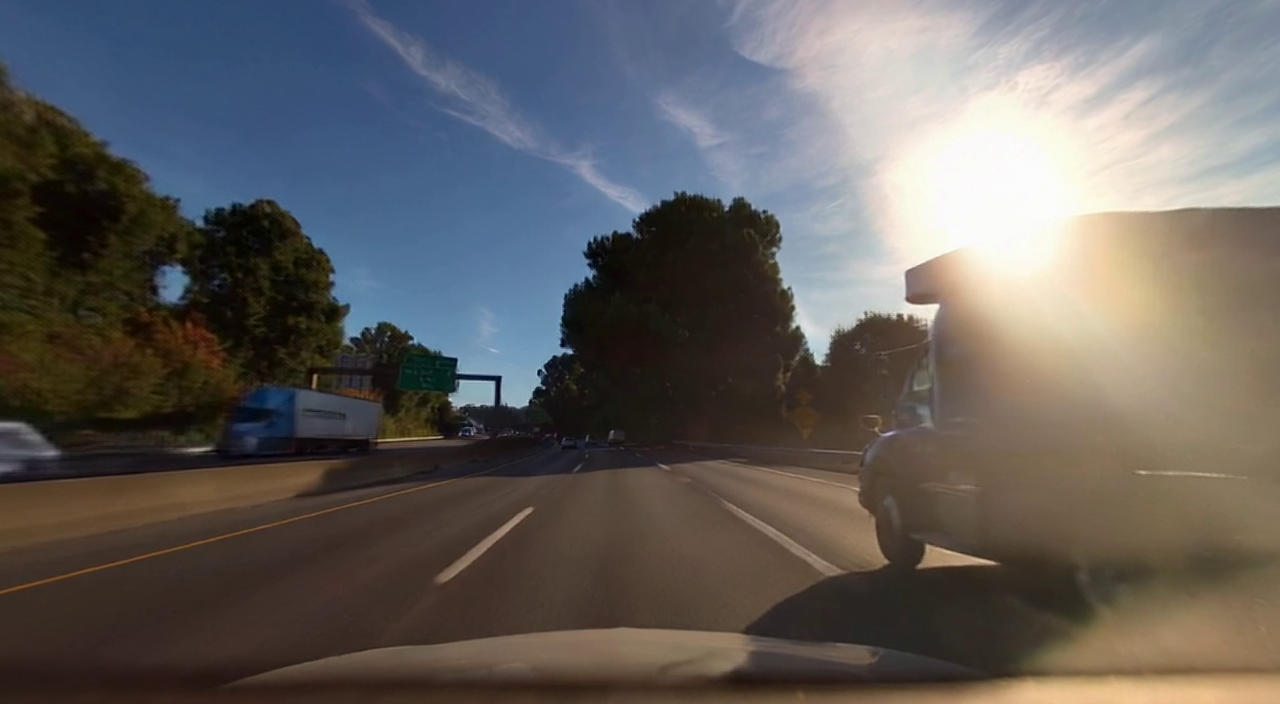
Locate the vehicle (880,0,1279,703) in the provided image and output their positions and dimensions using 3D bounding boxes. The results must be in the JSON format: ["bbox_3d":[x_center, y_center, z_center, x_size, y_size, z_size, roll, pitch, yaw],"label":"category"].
[{"bbox_3d":[4.041,-0.094,3.536,2.964,3.950,5.853,0,-8,0],"label":"vehicle"}]

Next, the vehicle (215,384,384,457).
[{"bbox_3d":[-19.956,4.403,38.752,3.281,3.632,14.072,0,-8,-3],"label":"vehicle"}]
